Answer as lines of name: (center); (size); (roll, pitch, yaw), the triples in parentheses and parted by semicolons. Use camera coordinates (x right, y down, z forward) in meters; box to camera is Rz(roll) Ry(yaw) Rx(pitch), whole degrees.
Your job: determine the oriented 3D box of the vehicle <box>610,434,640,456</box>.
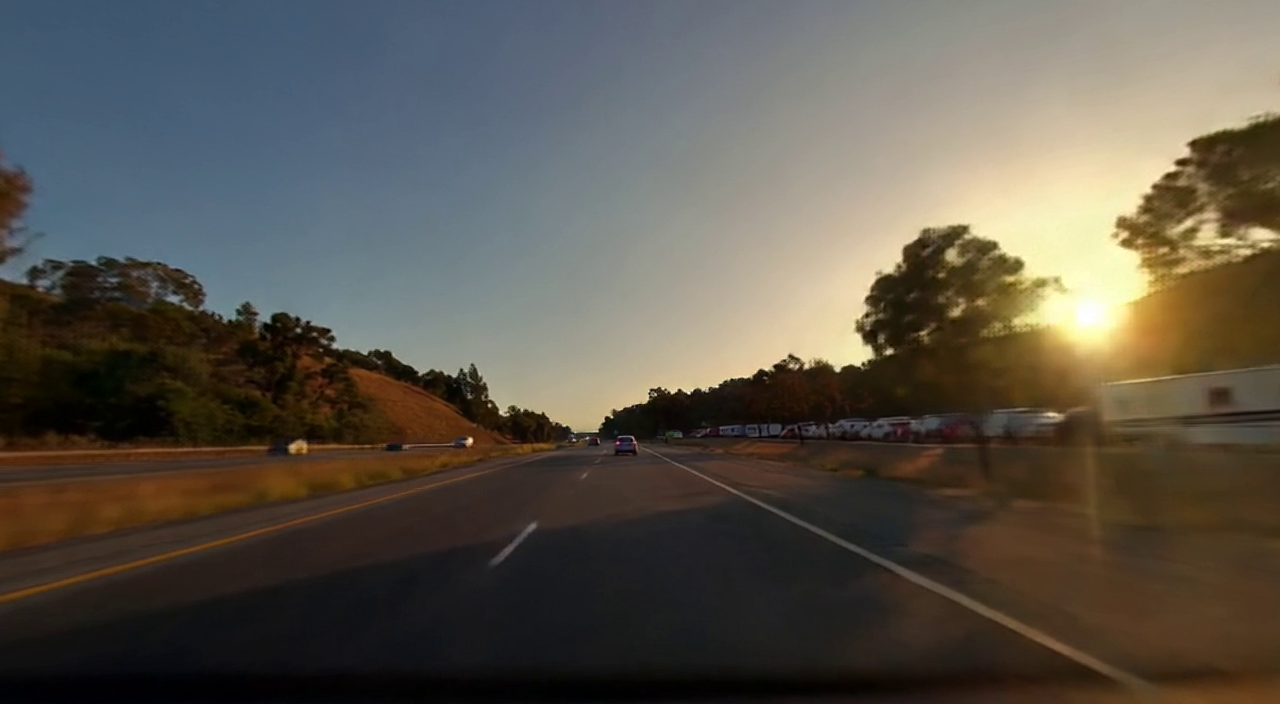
vehicle: (-1.113, 6.567, 44.687); (2.037, 1.504, 4.248); (0, -8, -2)
